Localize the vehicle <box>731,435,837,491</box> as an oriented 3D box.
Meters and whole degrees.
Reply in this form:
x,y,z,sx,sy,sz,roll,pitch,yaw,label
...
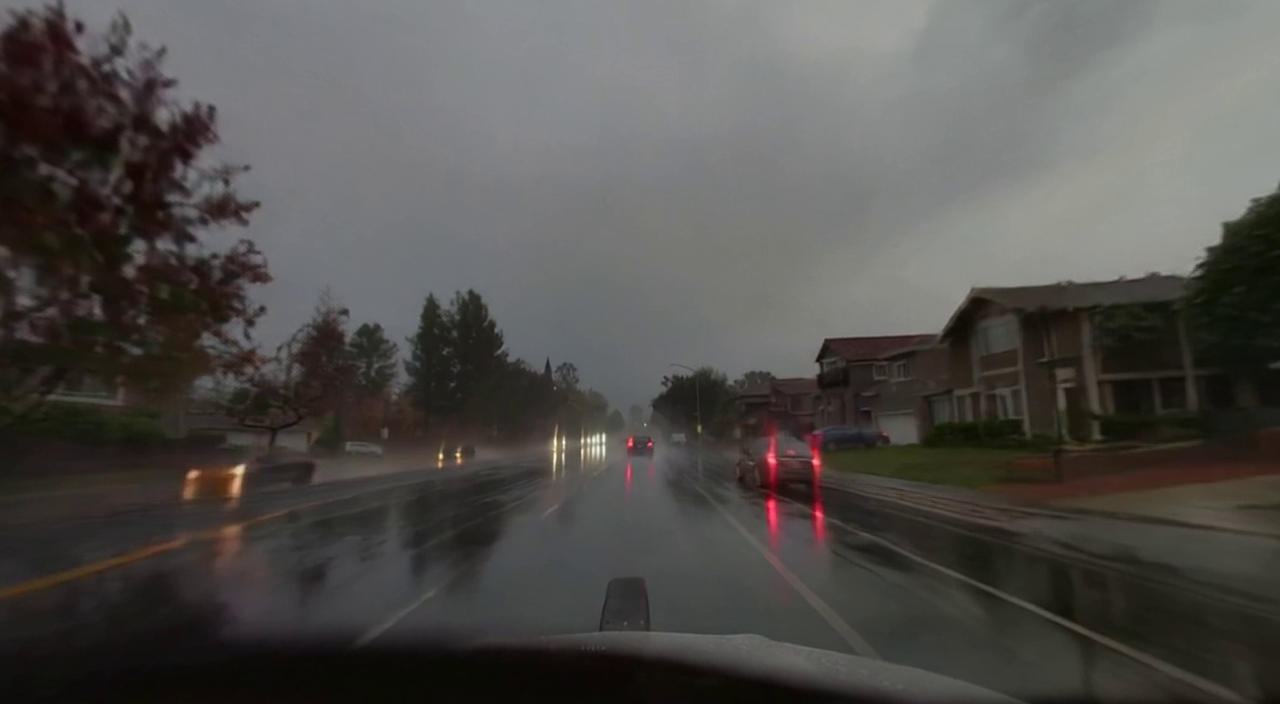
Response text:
x,y,z,sx,sy,sz,roll,pitch,yaw,label
4.252,3.355,19.501,2.080,1.469,4.898,0,-8,-1,vehicle

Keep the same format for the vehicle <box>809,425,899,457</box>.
x,y,z,sx,sy,sz,roll,pitch,yaw,label
11.515,4.820,34.157,4.230,1.551,1.801,-2,-8,4,vehicle

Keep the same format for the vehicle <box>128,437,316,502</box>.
x,y,z,sx,sy,sz,roll,pitch,yaw,label
-11.156,3.141,17.339,1.992,1.518,4.592,-1,-8,1,vehicle

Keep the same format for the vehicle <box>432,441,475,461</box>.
x,y,z,sx,sy,sz,roll,pitch,yaw,label
-14.069,7.476,47.792,1.937,1.386,4.354,-1,-8,1,vehicle

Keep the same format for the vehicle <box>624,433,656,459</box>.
x,y,z,sx,sy,sz,roll,pitch,yaw,label
0.044,6.259,42.095,2.024,1.655,4.301,0,-8,0,vehicle
